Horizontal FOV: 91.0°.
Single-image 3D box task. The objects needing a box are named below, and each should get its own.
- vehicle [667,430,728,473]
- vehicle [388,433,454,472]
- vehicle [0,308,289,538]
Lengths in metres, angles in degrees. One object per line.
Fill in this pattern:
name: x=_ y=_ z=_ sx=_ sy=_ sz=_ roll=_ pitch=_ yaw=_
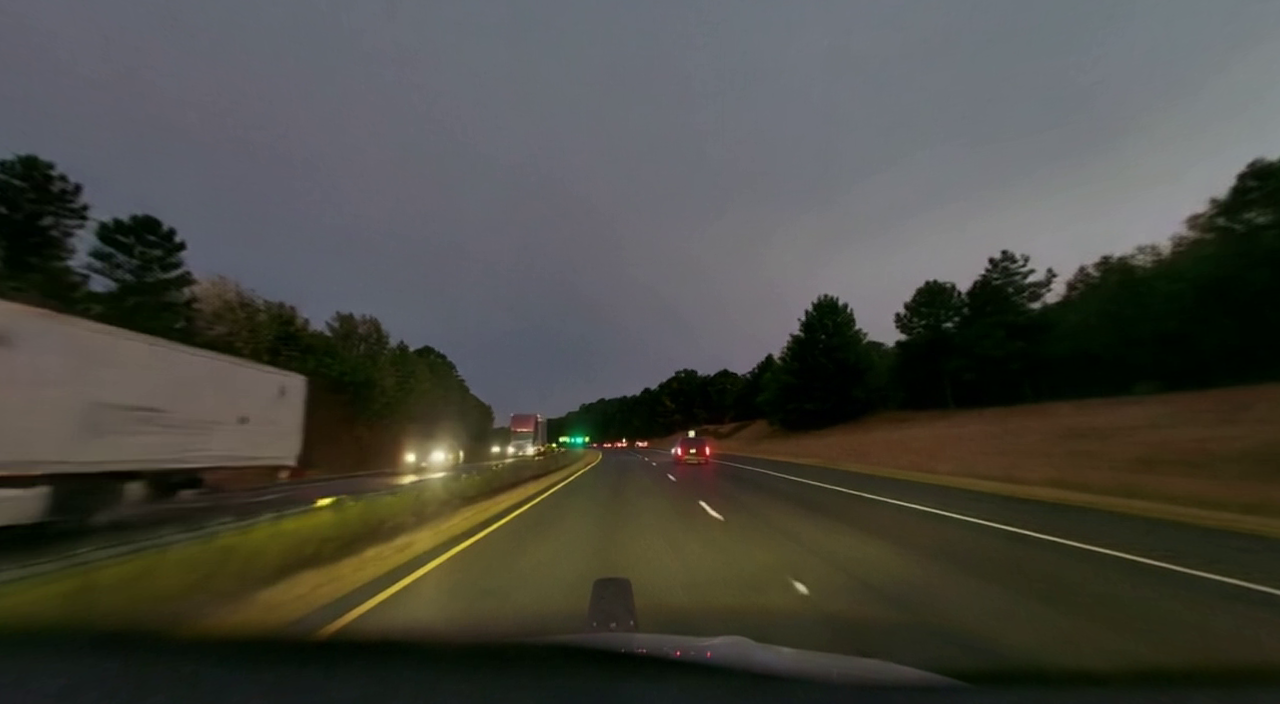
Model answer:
vehicle: x=2.399 y=4.271 z=27.252 sx=2.043 sy=1.673 sz=4.016 roll=0 pitch=-8 yaw=-3
vehicle: x=-12.354 y=5.687 z=35.951 sx=2.140 sy=2.010 sz=5.163 roll=0 pitch=-8 yaw=-3
vehicle: x=-11.994 y=1.651 z=13.727 sx=2.762 sy=3.746 sz=10.715 roll=0 pitch=-8 yaw=-2
